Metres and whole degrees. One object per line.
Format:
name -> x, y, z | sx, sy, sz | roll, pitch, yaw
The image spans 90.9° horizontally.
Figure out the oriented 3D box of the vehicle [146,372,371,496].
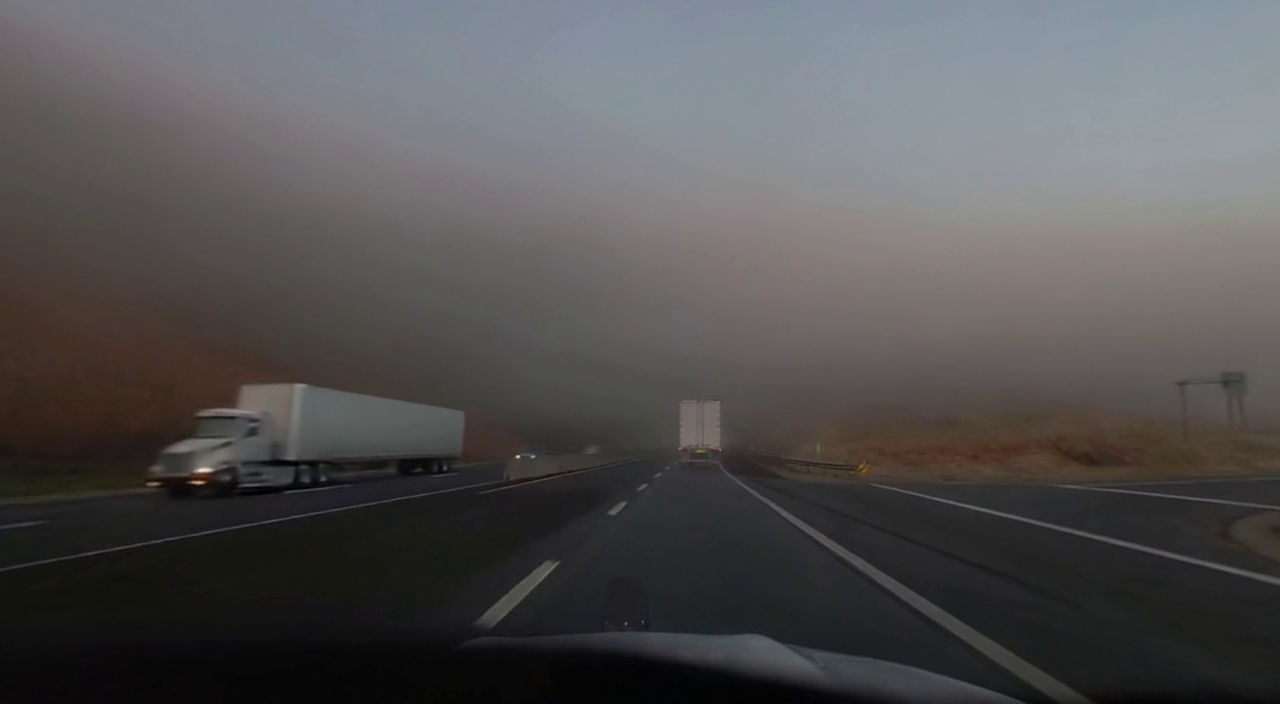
vehicle -> -14.389, 3.323, 25.061 | 3.008, 4.037, 8.612 | -1, -9, 4
